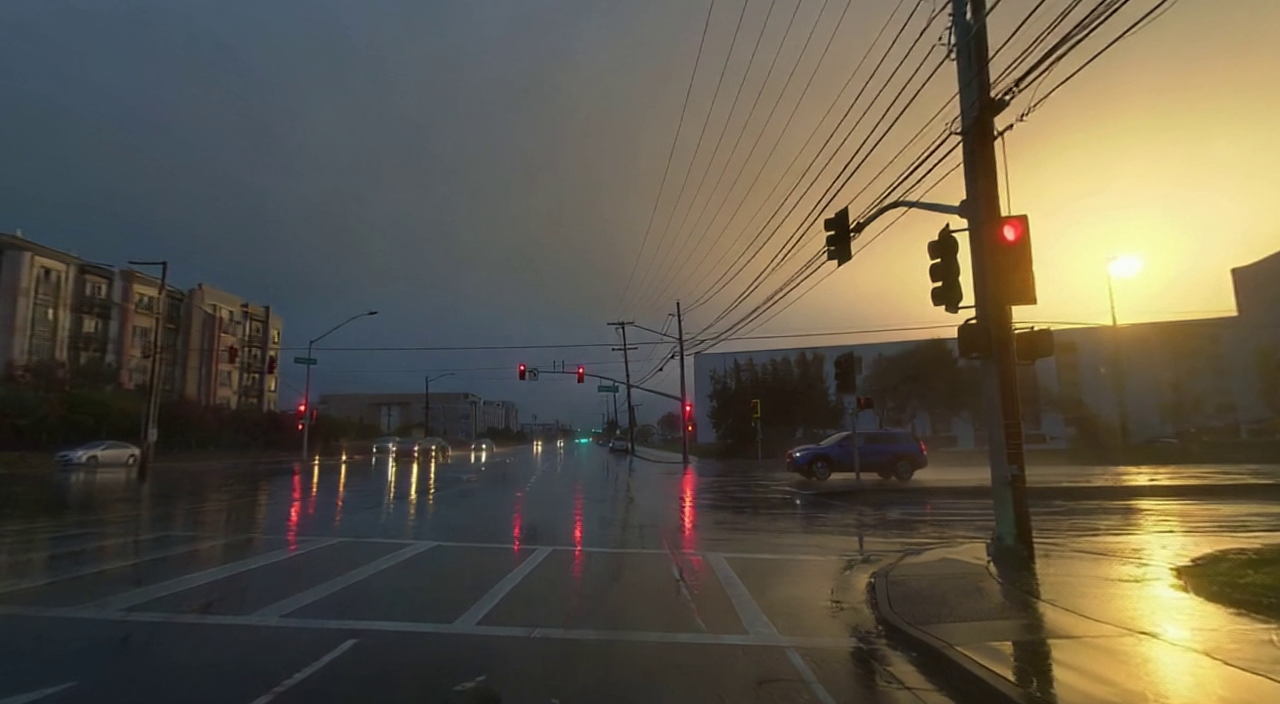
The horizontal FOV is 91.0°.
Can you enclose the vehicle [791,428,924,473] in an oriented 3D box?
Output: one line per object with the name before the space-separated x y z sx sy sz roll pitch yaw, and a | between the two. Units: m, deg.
vehicle | 8.710 4.014 25.722 4.884 1.714 2.021 -2 -9 12
